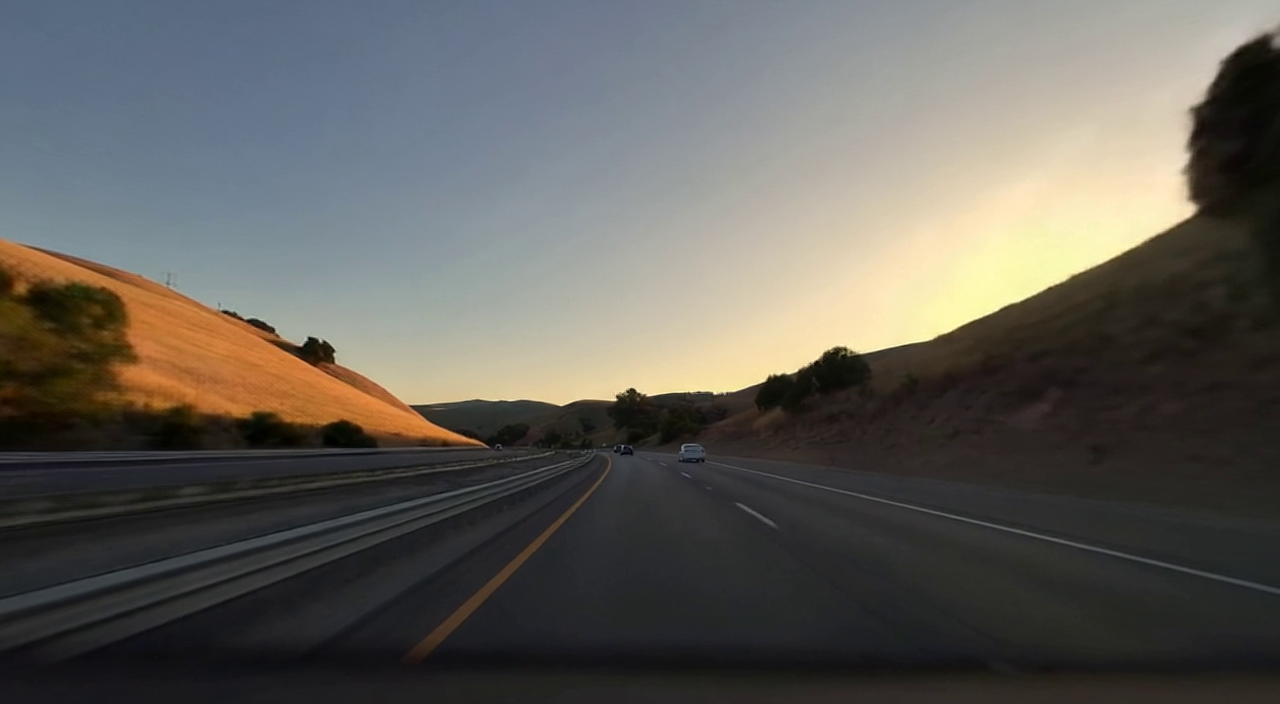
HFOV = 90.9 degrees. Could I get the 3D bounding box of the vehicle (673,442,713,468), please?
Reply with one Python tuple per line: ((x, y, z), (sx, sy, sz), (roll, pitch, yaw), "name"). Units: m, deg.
((3.303, 6.551, 40.242), (1.960, 1.516, 4.657), (0, -8, -3), "vehicle")
